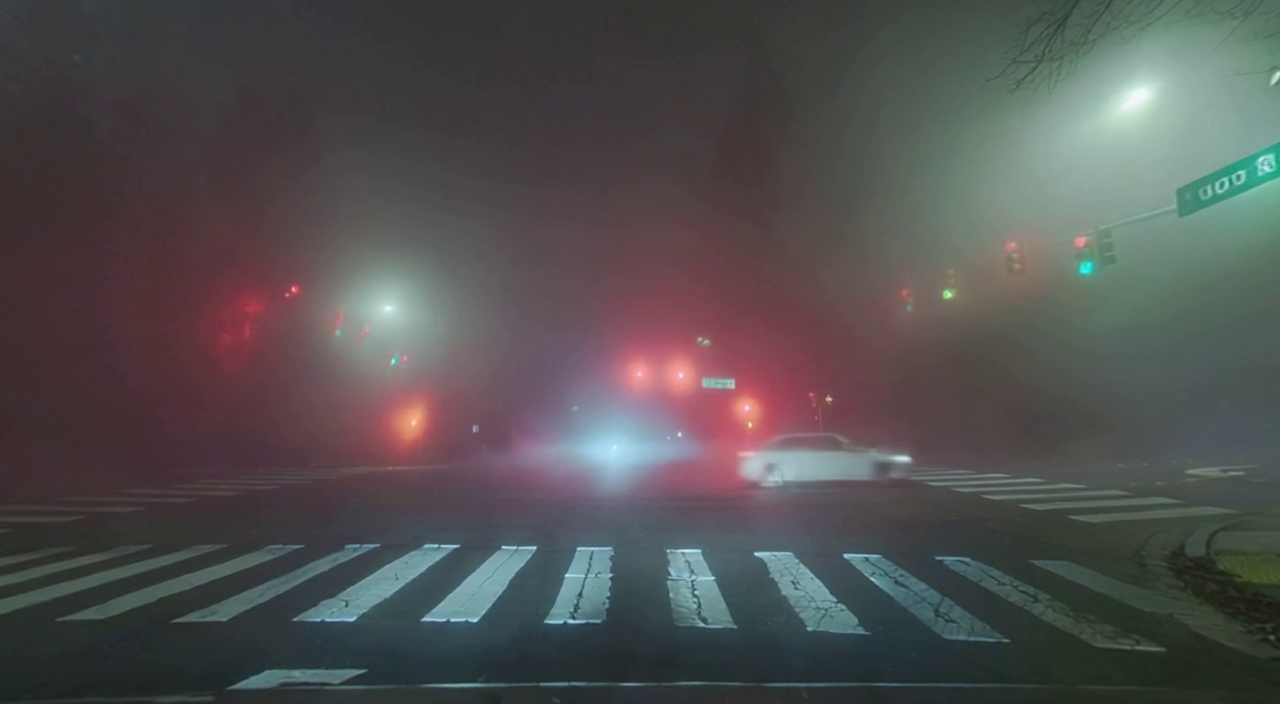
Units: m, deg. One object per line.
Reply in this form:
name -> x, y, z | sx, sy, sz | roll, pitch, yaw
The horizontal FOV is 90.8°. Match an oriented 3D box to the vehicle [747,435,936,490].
vehicle -> 5.757, 3.216, 18.583 | 4.838, 1.468, 2.052 | 0, -9, 1
